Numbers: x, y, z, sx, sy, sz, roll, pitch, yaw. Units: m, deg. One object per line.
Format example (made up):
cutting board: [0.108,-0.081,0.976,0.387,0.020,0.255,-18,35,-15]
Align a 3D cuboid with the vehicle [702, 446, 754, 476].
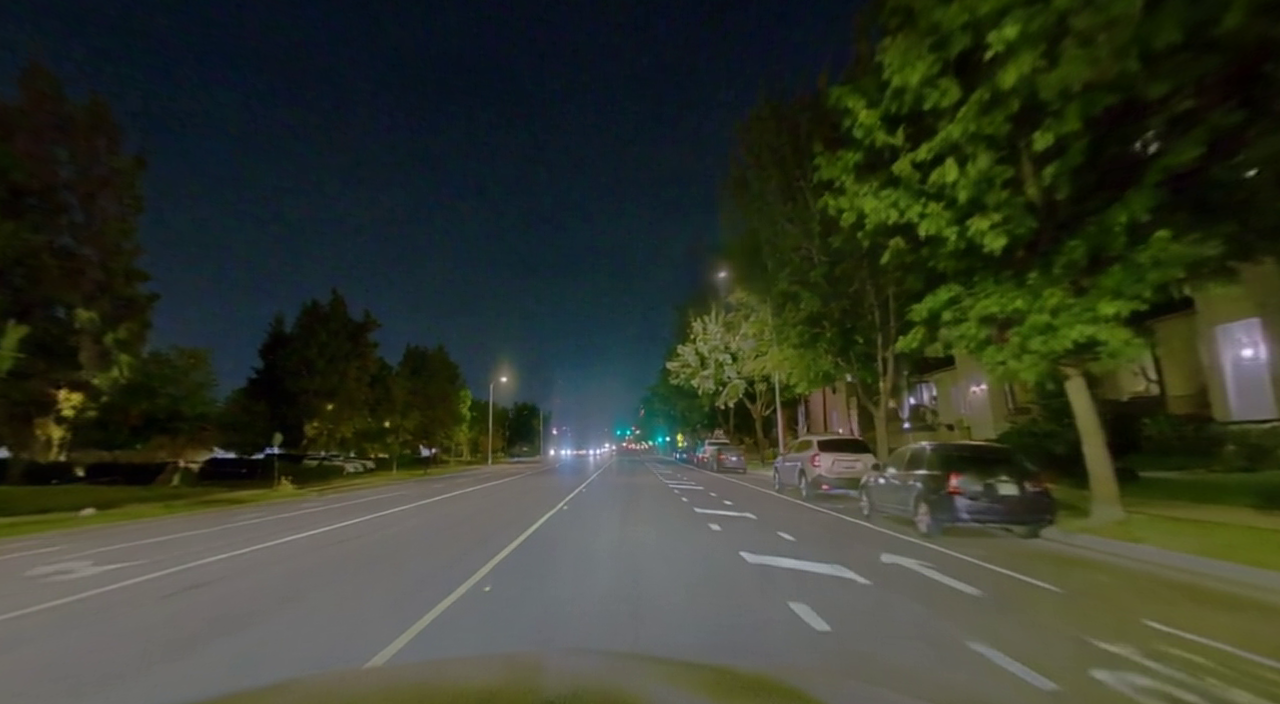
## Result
vehicle: [4.462,5.586,32.667,1.935,1.433,4.241,0,-9,-2]

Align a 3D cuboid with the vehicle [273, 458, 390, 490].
vehicle: [-15.492,6.160,31.944,4.826,1.491,2.086,1,-9,-4]

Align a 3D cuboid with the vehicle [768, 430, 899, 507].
vehicle: [4.840,2.960,16.518,2.028,1.731,4.241,0,-9,-1]

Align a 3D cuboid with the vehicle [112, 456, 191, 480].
vehicle: [-37.072,8.804,48.104,4.414,1.651,1.912,5,-10,-30]

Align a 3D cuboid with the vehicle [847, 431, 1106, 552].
vehicle: [4.989,2.090,10.122,1.837,1.532,3.886,1,-9,-3]
